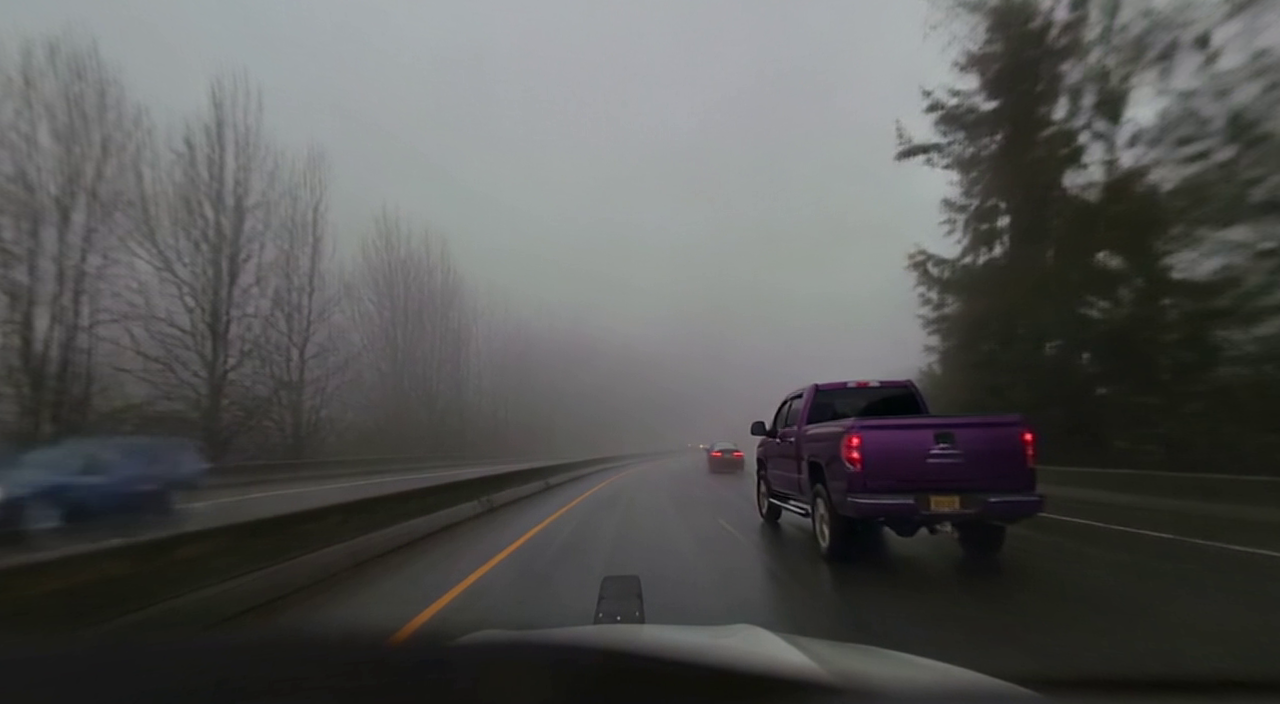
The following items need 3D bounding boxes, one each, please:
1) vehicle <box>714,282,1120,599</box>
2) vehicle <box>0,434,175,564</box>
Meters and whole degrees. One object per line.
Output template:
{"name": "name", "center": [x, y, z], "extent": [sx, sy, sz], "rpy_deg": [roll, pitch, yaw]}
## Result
{"name": "vehicle", "center": [3.914, 2.038, 14.301], "extent": [2.916, 3.563, 14.462], "rpy_deg": [0, -9, 1]}
{"name": "vehicle", "center": [-8.638, 1.821, 7.876], "extent": [1.962, 1.539, 4.572], "rpy_deg": [-1, -9, 2]}
